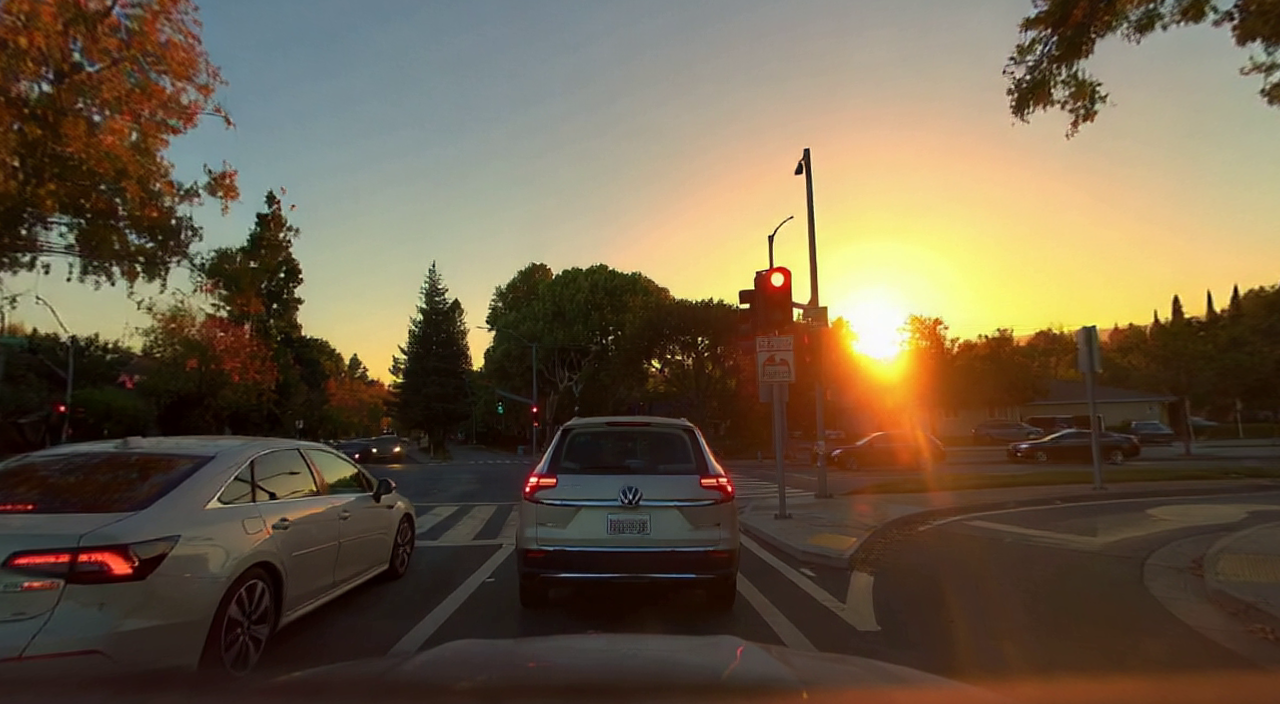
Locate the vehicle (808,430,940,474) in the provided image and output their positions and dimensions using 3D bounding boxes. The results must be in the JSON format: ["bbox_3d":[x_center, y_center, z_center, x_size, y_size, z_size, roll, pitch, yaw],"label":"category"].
[{"bbox_3d":[9.908,4.280,27.104,4.887,1.769,2.035,-1,-9,6],"label":"vehicle"}]

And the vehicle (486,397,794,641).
[{"bbox_3d":[-0.142,1.471,6.563,2.154,1.670,4.140,1,-9,-5],"label":"vehicle"}]

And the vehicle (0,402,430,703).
[{"bbox_3d":[-3.297,1.272,4.703,2.035,1.492,4.415,0,-9,-2],"label":"vehicle"}]

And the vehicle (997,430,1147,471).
[{"bbox_3d":[17.811,4.087,26.242,4.670,1.616,1.926,-1,-9,6],"label":"vehicle"}]
